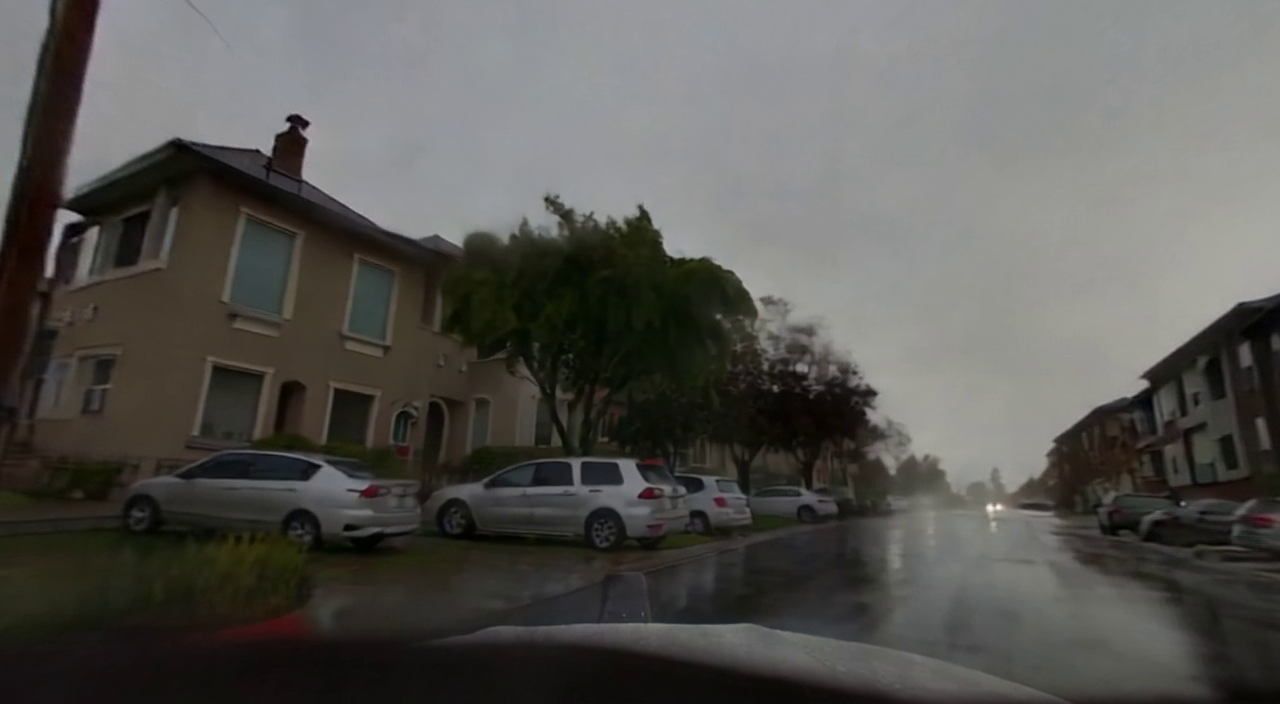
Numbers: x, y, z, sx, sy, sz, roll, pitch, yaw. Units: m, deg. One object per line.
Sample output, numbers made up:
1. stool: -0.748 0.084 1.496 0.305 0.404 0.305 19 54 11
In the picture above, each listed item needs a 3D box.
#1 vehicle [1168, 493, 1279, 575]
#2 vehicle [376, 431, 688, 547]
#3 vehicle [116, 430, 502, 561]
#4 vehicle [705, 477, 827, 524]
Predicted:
1. vehicle: 14.341 3.826 13.131 4.724 1.522 1.948 -5 -12 29
2. vehicle: -1.965 2.703 12.532 5.514 1.976 2.153 2 -11 -5
3. vehicle: -4.628 2.133 9.527 4.648 1.659 1.897 2 -11 -3
4. vehicle: 5.020 5.973 25.516 4.450 1.707 1.902 3 -11 -7
